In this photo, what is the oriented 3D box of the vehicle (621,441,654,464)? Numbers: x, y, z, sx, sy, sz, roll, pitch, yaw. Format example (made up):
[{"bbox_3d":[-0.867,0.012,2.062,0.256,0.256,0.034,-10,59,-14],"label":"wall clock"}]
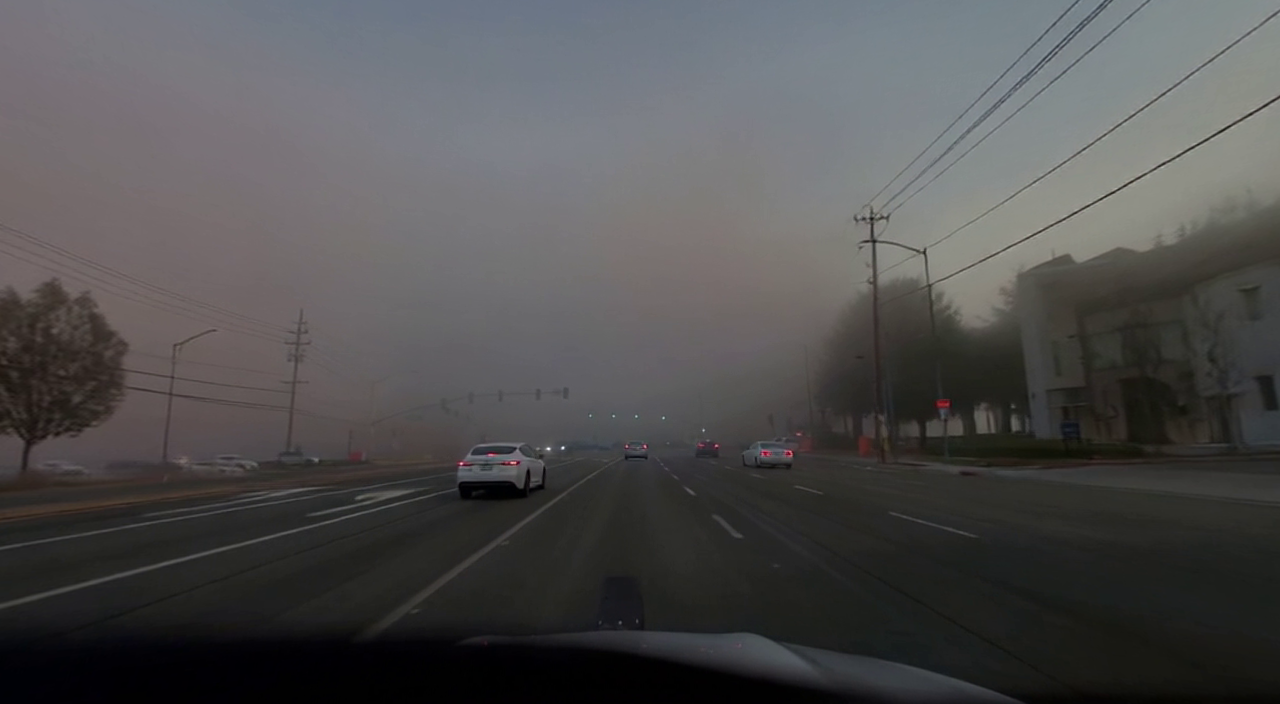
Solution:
[{"bbox_3d":[-0.179,6.769,42.554,2.098,1.431,3.958,0,-8,-1],"label":"vehicle"}]

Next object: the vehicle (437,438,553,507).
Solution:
[{"bbox_3d":[-3.386,2.890,15.657,1.837,1.463,4.311,0,-8,0],"label":"vehicle"}]

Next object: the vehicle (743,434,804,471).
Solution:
[{"bbox_3d":[6.539,4.986,31.416,1.945,1.706,4.190,0,-8,-2],"label":"vehicle"}]
